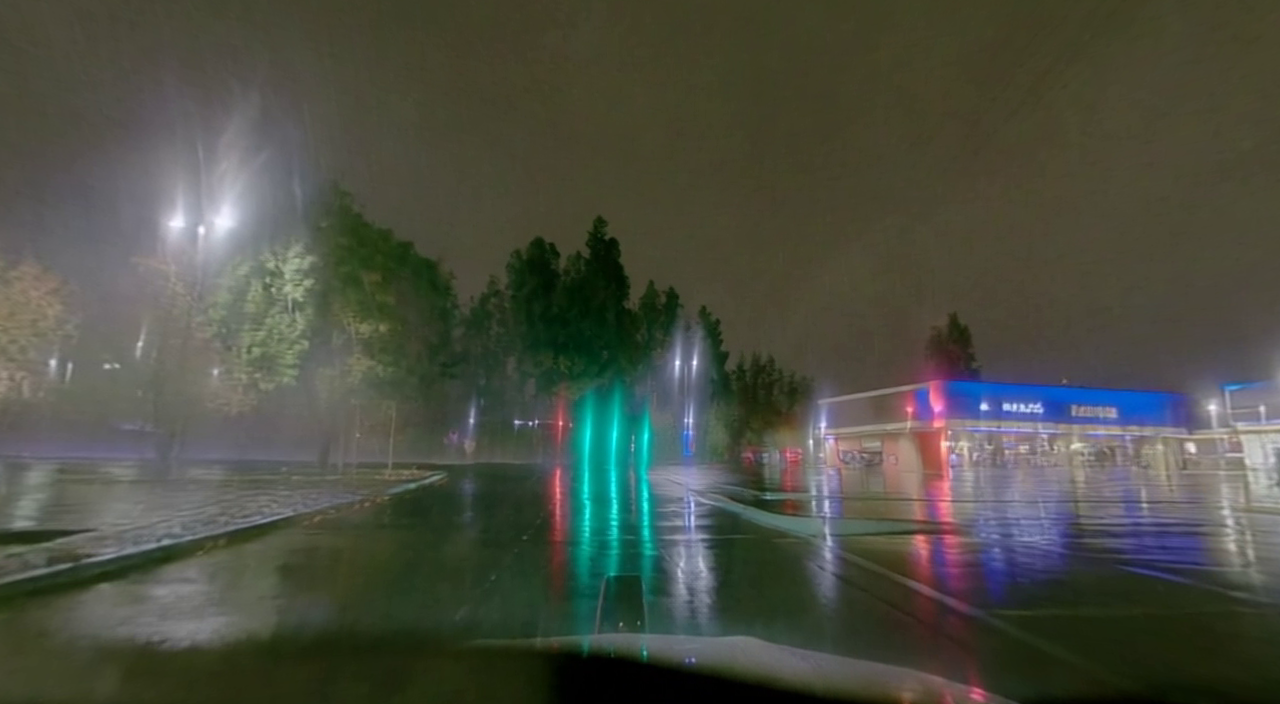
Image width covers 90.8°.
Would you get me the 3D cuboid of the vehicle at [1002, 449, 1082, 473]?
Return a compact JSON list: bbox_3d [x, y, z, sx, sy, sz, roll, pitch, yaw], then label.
[{"bbox_3d":[26.843,7.276,42.373,1.845,1.463,4.399,1,-8,-12],"label":"vehicle"}]
